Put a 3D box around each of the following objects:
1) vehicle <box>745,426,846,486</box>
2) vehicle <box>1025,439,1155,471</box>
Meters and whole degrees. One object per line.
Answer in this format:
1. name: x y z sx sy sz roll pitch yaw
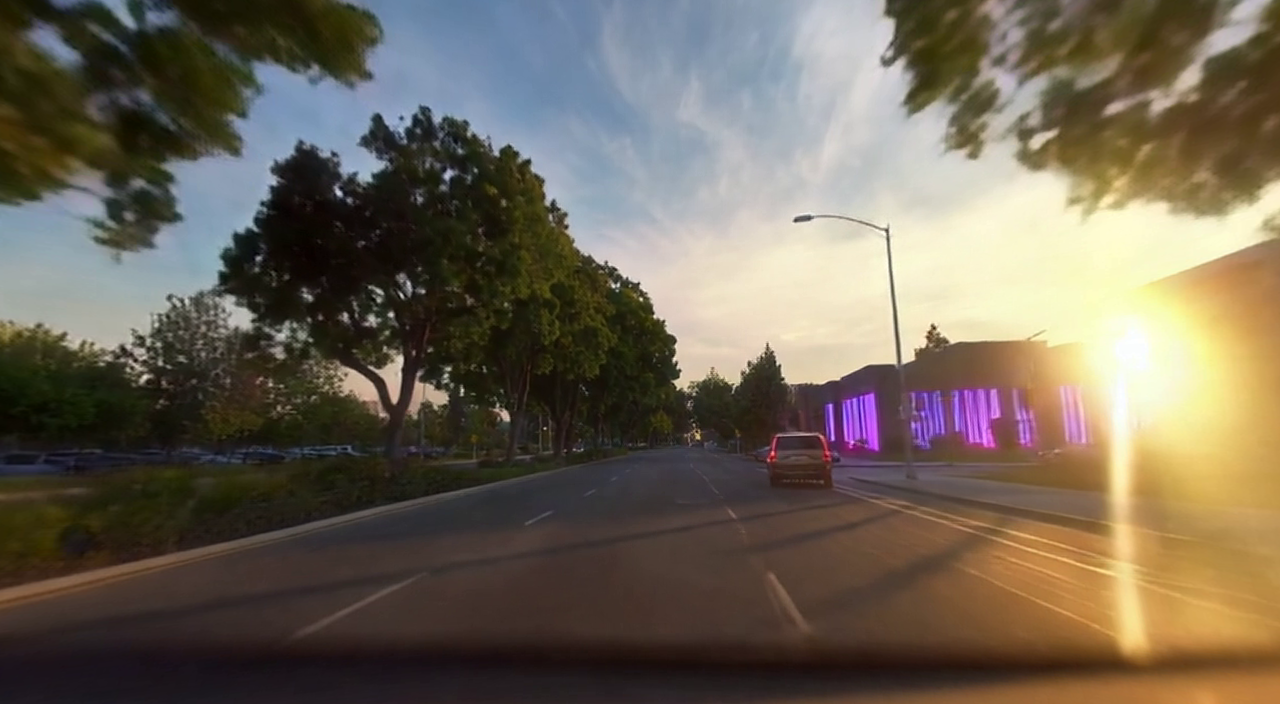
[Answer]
1. vehicle: 6.064 3.904 24.155 2.477 1.991 5.157 -4 -9 28
2. vehicle: 21.737 4.991 30.707 4.698 1.465 1.914 -1 -8 7
